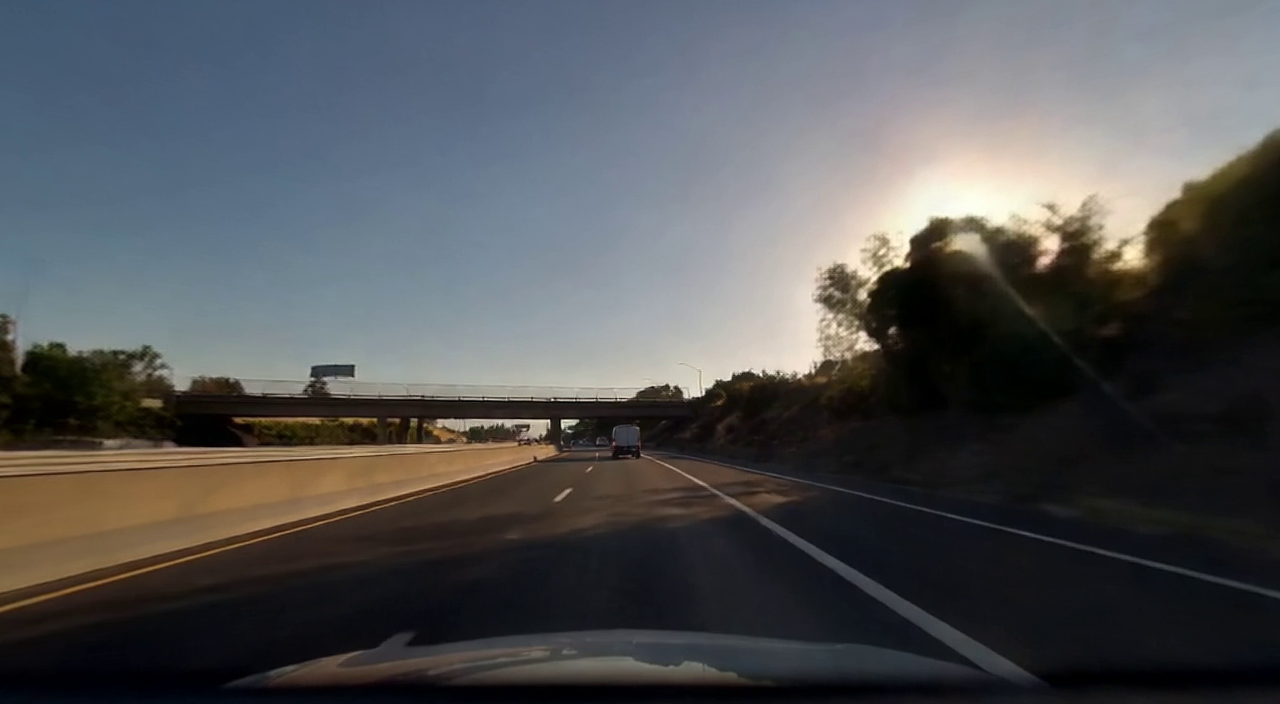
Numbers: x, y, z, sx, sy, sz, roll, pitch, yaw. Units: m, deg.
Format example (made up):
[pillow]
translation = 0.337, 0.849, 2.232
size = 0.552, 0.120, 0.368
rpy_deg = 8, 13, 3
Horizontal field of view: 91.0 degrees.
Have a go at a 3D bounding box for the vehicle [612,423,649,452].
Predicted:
[vehicle]
translation = -0.668, 5.407, 39.667
size = 2.157, 1.647, 4.524
rpy_deg = 0, -8, -3
